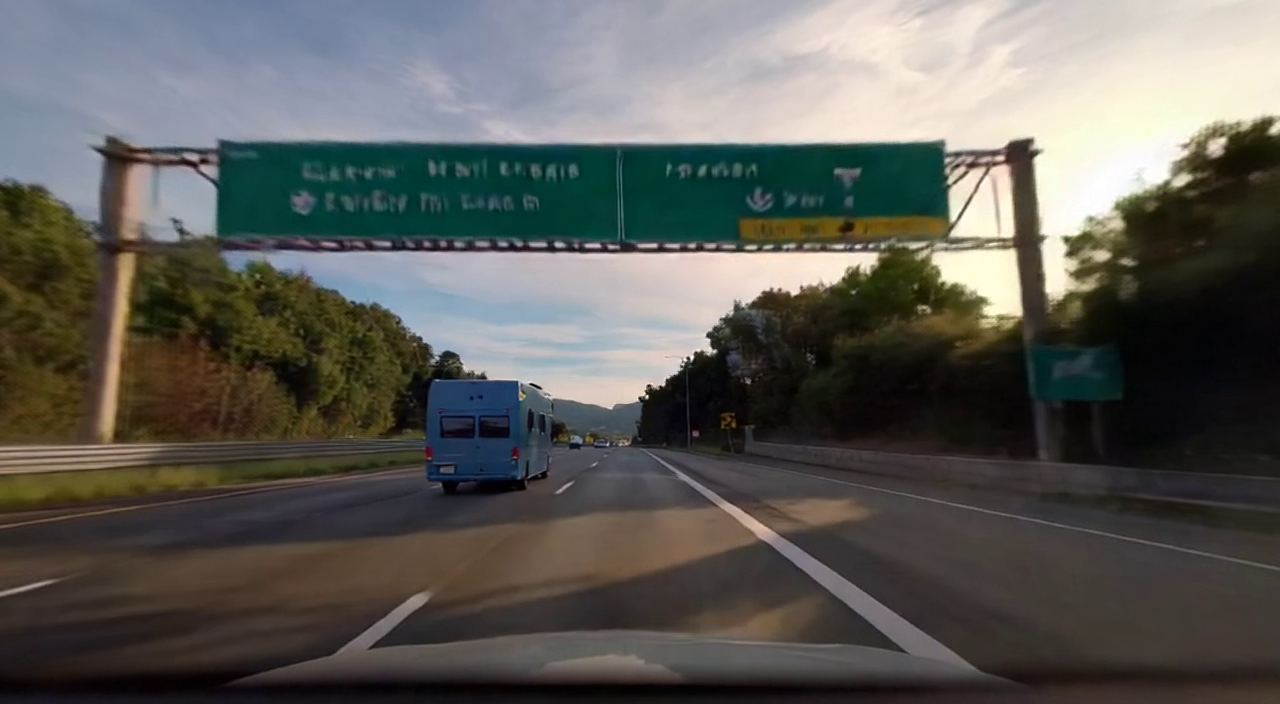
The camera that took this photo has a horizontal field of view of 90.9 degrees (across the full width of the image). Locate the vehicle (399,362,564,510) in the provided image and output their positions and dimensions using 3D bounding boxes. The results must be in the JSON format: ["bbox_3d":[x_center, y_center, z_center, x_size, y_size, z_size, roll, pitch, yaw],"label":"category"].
[{"bbox_3d":[-3.972,2.328,17.782,2.676,3.269,7.388,-1,-7,0],"label":"vehicle"}]
